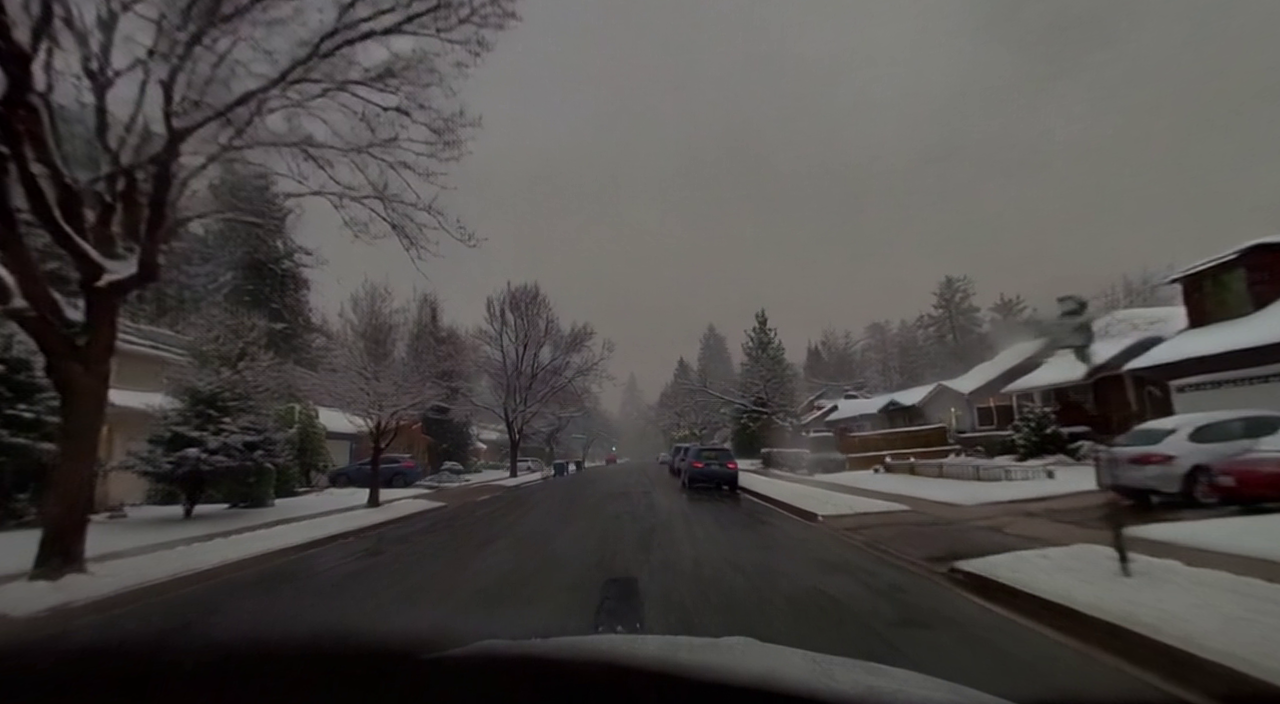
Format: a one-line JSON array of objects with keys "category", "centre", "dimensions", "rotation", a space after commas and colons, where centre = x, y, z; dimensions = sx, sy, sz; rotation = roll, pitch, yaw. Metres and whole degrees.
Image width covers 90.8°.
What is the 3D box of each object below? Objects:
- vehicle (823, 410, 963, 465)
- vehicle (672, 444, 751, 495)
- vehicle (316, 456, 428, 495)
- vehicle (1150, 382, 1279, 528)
[{"category": "vehicle", "centre": [10.348, 3.596, 26.214], "dimensions": [4.861, 1.911, 2.181], "rotation": [2, -13, 2]}, {"category": "vehicle", "centre": [2.252, 3.873, 21.212], "dimensions": [2.009, 1.506, 4.698], "rotation": [0, -9, -1]}, {"category": "vehicle", "centre": [-12.992, 5.987, 30.798], "dimensions": [4.511, 1.809, 2.018], "rotation": [0, -9, 1]}, {"category": "vehicle", "centre": [9.541, 1.308, 8.062], "dimensions": [4.230, 1.666, 1.978], "rotation": [0, -9, 2]}]
